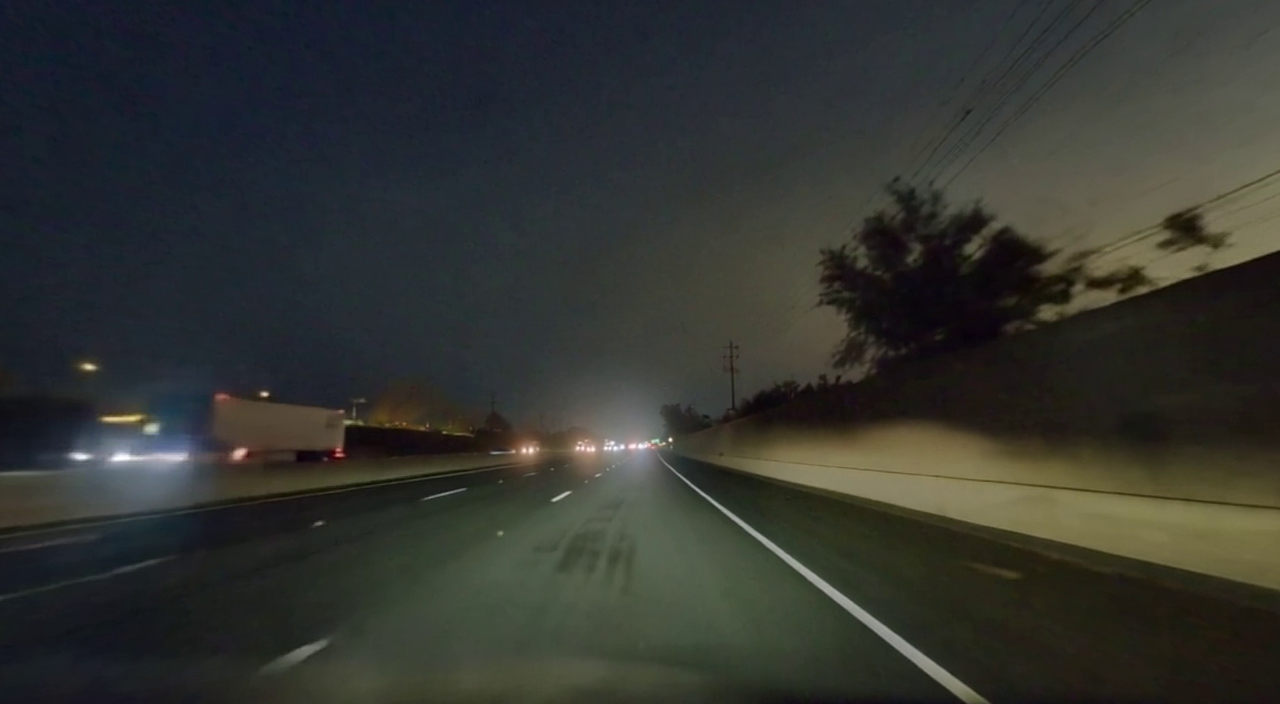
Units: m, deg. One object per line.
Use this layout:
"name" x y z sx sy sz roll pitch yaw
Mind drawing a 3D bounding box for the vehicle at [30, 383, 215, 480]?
"vehicle" -22.792 3.630 28.300 2.919 3.851 5.905 0 -9 2

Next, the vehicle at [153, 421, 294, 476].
"vehicle" -15.573 3.666 23.985 1.995 1.848 4.840 0 -9 0
